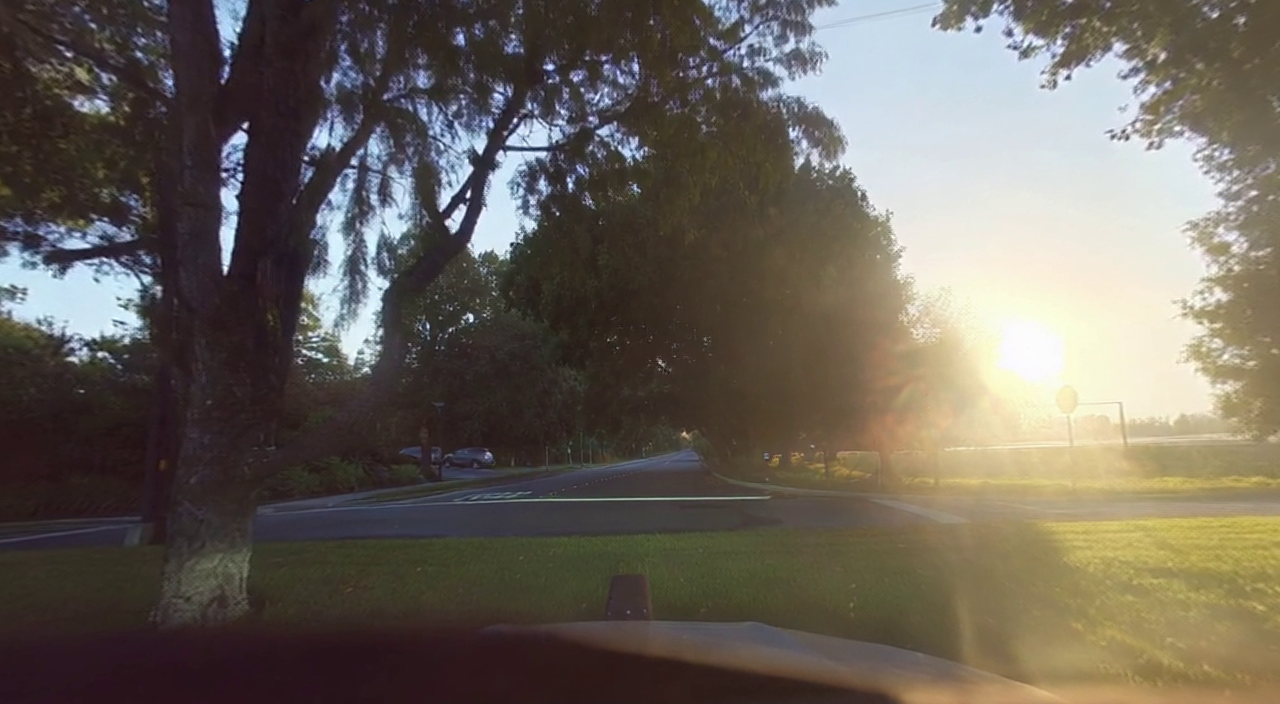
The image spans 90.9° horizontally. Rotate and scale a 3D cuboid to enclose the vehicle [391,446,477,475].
[{"bbox_3d":[-12.685,6.682,39.015,4.590,1.735,1.973,-1,-9,3],"label":"vehicle"}]
